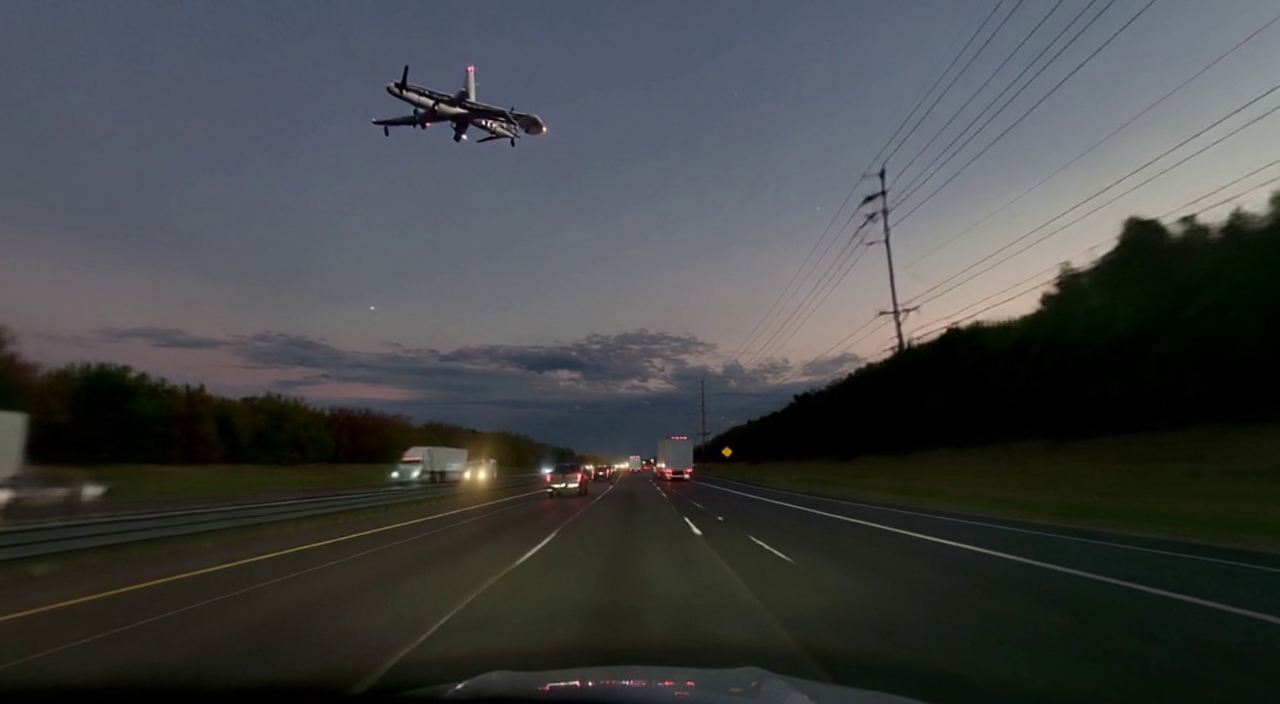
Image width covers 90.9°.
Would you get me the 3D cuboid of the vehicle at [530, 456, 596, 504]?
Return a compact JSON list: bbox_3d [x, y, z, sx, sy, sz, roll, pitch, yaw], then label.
[{"bbox_3d":[-2.991,5.116,25.354,2.065,1.722,4.441,1,-11,0],"label":"vehicle"}]
